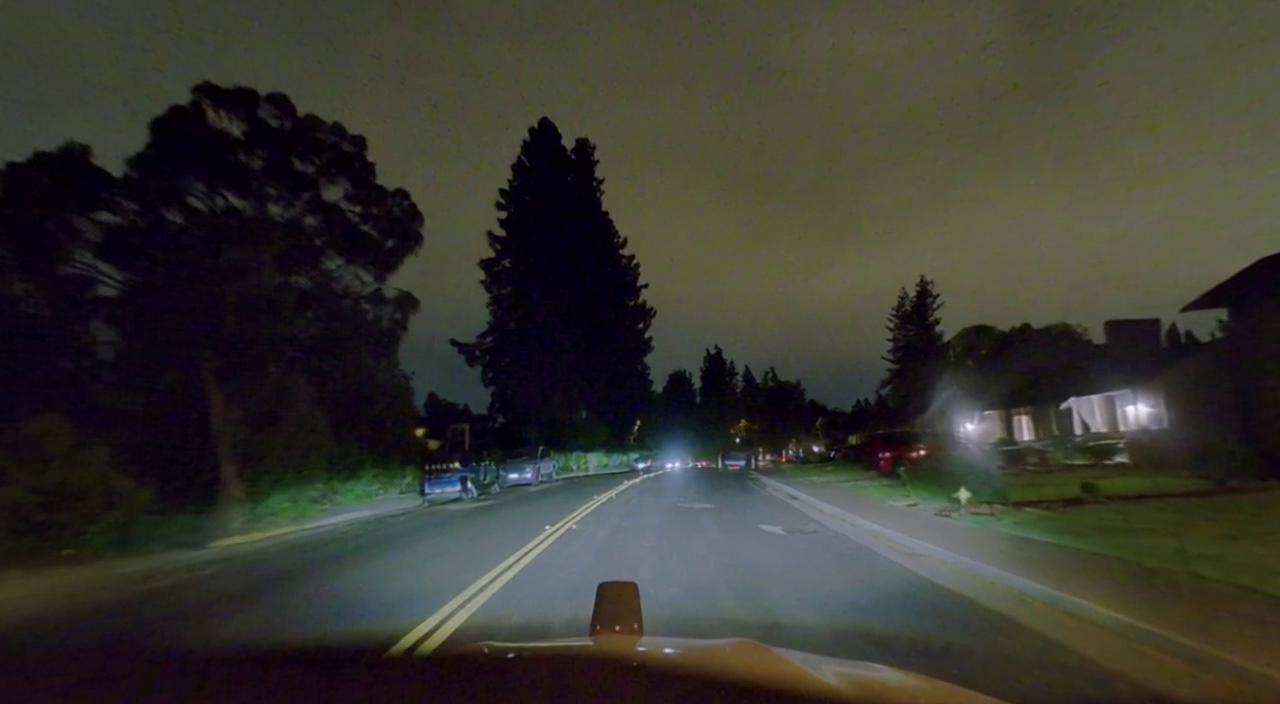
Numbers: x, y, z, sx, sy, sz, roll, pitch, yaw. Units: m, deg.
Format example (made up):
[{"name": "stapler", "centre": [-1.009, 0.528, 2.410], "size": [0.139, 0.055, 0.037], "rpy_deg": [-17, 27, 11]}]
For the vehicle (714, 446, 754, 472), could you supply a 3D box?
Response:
[{"name": "vehicle", "centre": [5.495, 6.169, 36.614], "size": [1.948, 1.408, 4.345], "rpy_deg": [-2, -8, 12]}]

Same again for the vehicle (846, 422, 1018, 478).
[{"name": "vehicle", "centre": [10.634, 3.639, 23.485], "size": [5.325, 1.939, 2.150], "rpy_deg": [-2, -8, 10]}]

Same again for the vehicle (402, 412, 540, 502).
[{"name": "vehicle", "centre": [-5.176, 3.630, 20.600], "size": [2.334, 2.126, 6.444], "rpy_deg": [-5, -15, 3]}]
